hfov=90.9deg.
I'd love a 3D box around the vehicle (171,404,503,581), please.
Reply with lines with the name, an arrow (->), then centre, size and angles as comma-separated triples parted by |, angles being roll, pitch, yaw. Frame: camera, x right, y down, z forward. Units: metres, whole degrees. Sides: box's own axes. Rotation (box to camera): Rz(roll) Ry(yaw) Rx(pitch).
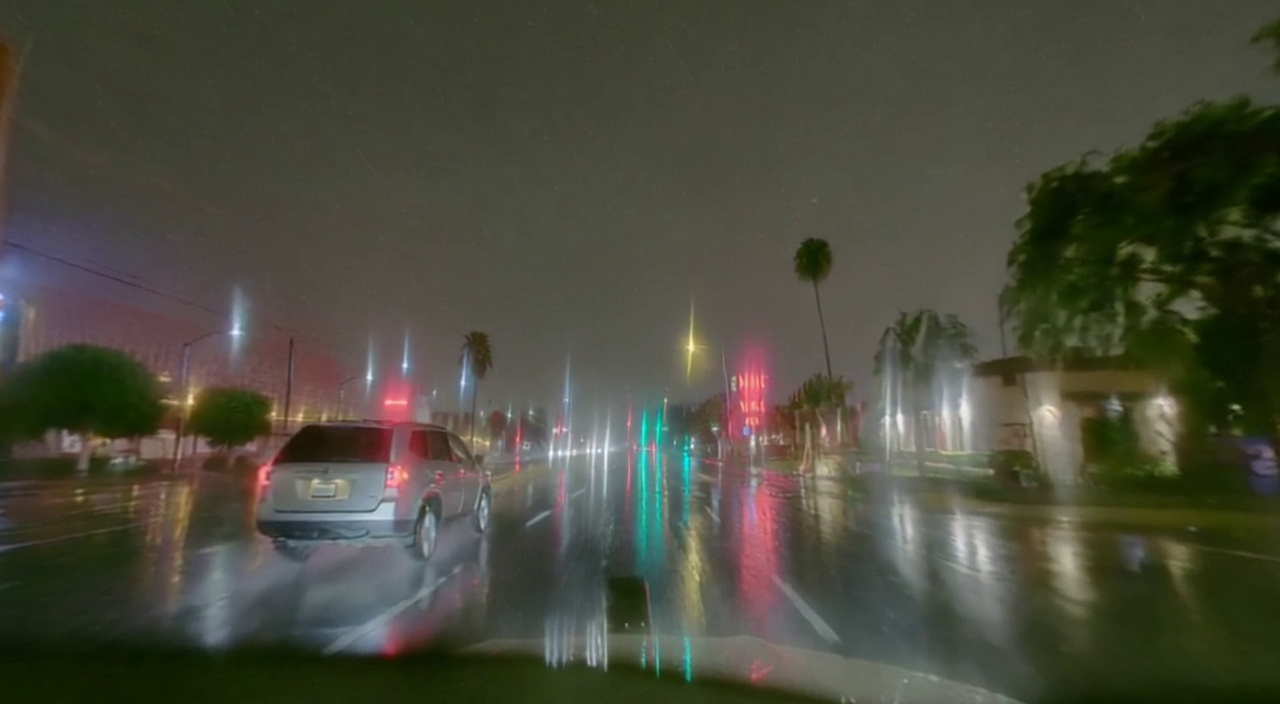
vehicle -> -3.452, 1.706, 8.501 | 2.062, 1.693, 4.669 | 0, -9, 1
